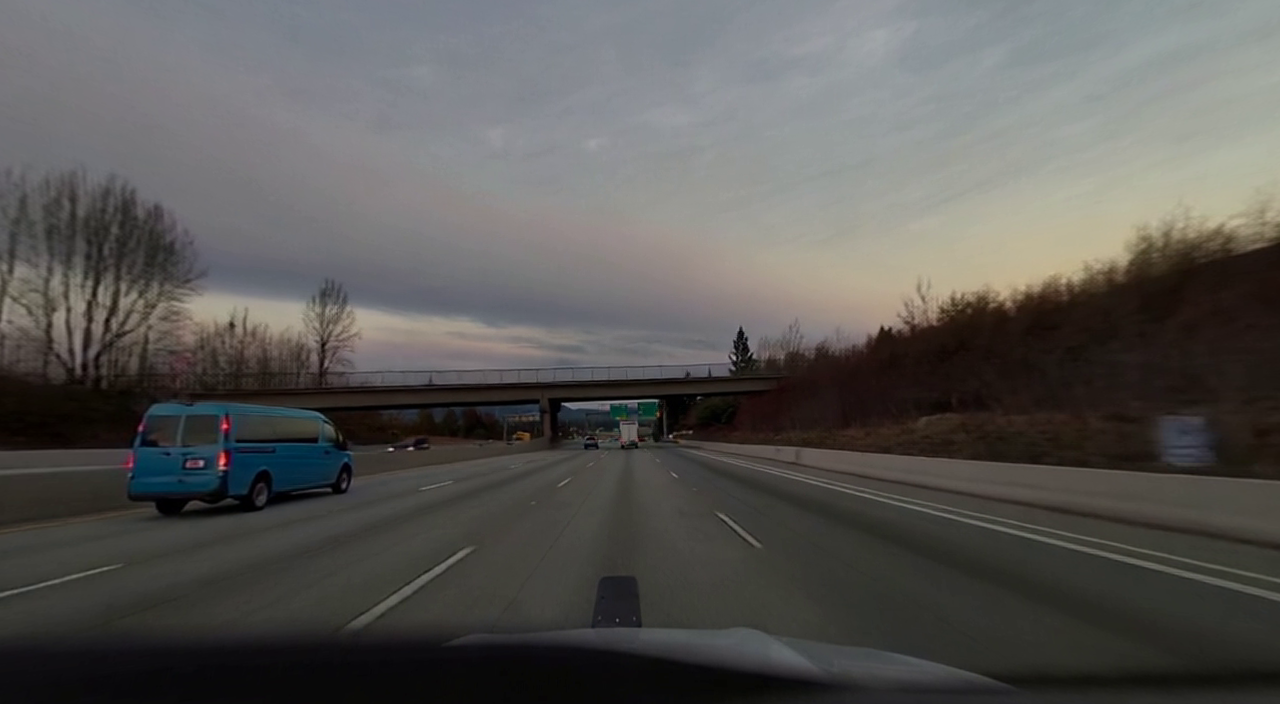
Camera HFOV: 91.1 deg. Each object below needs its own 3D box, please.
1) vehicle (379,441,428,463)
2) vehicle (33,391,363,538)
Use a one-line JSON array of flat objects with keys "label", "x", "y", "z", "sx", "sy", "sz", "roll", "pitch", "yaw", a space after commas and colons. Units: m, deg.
[{"label": "vehicle", "x": -16.950, "y": 7.179, "z": 45.250, "sx": 1.890, "sy": 1.468, "sz": 4.385, "roll": 0, "pitch": -8, "yaw": 0}, {"label": "vehicle", "x": -7.244, "y": 1.903, "z": 11.343, "sx": 2.150, "sy": 1.996, "sz": 5.341, "roll": 0, "pitch": -8, "yaw": -1}]
